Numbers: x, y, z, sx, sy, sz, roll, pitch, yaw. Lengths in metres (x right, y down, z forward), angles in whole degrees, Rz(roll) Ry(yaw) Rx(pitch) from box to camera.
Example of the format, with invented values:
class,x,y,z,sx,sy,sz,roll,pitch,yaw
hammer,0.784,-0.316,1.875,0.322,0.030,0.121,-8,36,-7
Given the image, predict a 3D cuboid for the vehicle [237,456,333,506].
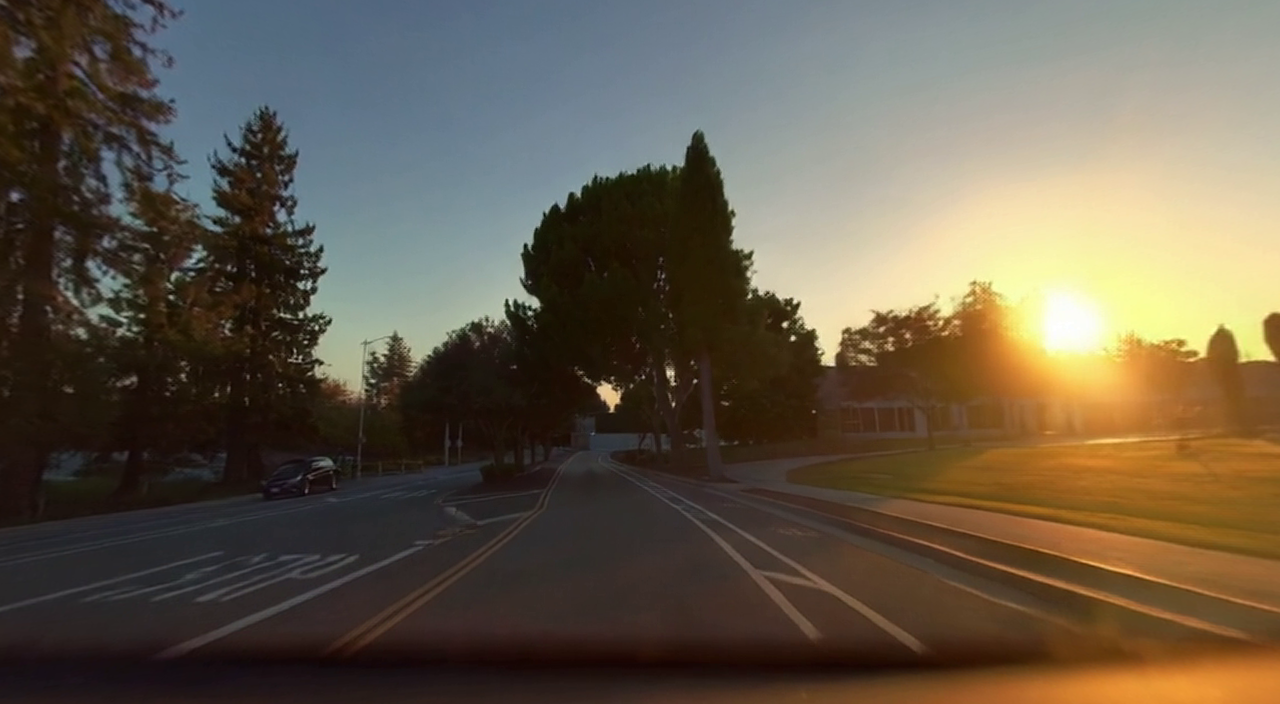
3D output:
class,x,y,z,sx,sy,sz,roll,pitch,yaw
vehicle,-14.775,5.326,26.466,1.952,1.632,4.200,-2,-7,-6
